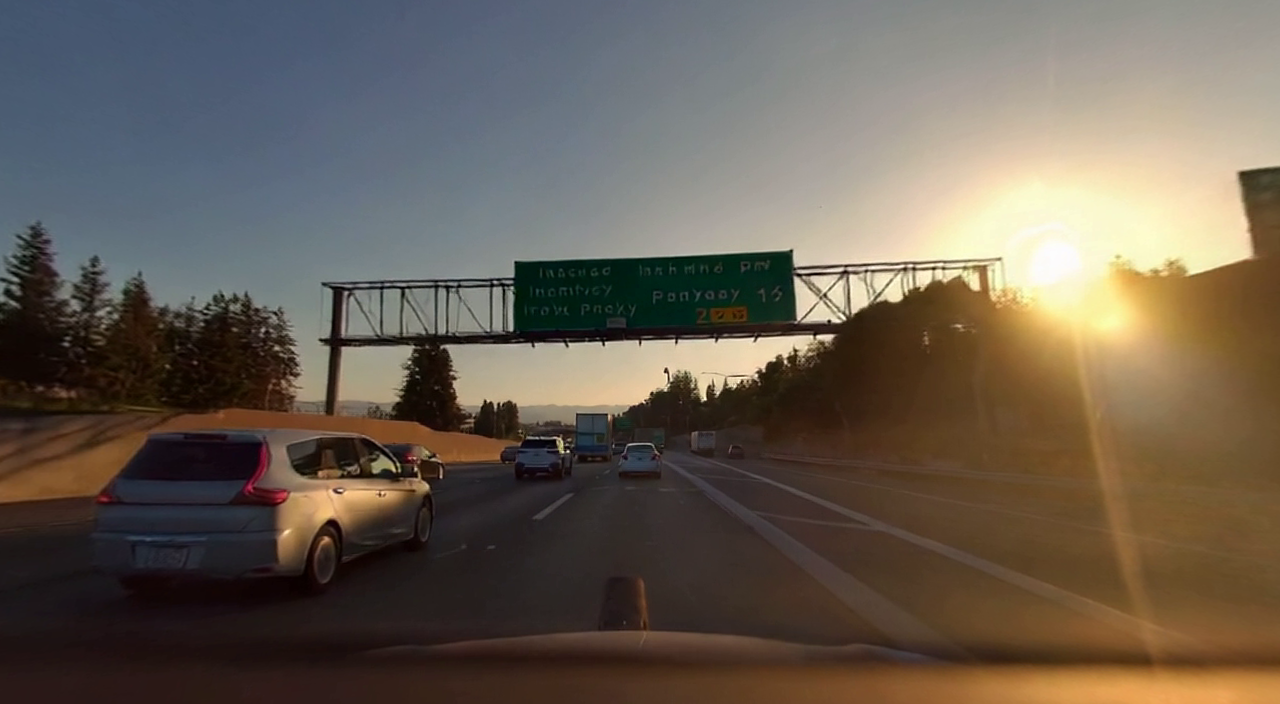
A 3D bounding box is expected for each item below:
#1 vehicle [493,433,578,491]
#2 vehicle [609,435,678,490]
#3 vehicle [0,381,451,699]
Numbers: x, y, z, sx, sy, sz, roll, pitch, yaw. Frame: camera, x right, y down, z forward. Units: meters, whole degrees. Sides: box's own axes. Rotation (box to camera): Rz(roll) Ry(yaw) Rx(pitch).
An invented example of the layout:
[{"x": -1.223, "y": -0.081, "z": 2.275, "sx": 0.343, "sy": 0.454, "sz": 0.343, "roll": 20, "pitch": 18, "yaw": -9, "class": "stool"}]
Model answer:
[{"x": -3.515, "y": 3.798, "z": 22.157, "sx": 2.125, "sy": 1.792, "sz": 4.466, "roll": 0, "pitch": -8, "yaw": 1, "class": "vehicle"}, {"x": 0.138, "y": 3.774, "z": 21.917, "sx": 2.180, "sy": 1.716, "sz": 3.920, "roll": 0, "pitch": -8, "yaw": 1, "class": "vehicle"}, {"x": -3.497, "y": 1.333, "z": 5.641, "sx": 2.209, "sy": 1.711, "sz": 4.296, "roll": 0, "pitch": -8, "yaw": 1, "class": "vehicle"}]
